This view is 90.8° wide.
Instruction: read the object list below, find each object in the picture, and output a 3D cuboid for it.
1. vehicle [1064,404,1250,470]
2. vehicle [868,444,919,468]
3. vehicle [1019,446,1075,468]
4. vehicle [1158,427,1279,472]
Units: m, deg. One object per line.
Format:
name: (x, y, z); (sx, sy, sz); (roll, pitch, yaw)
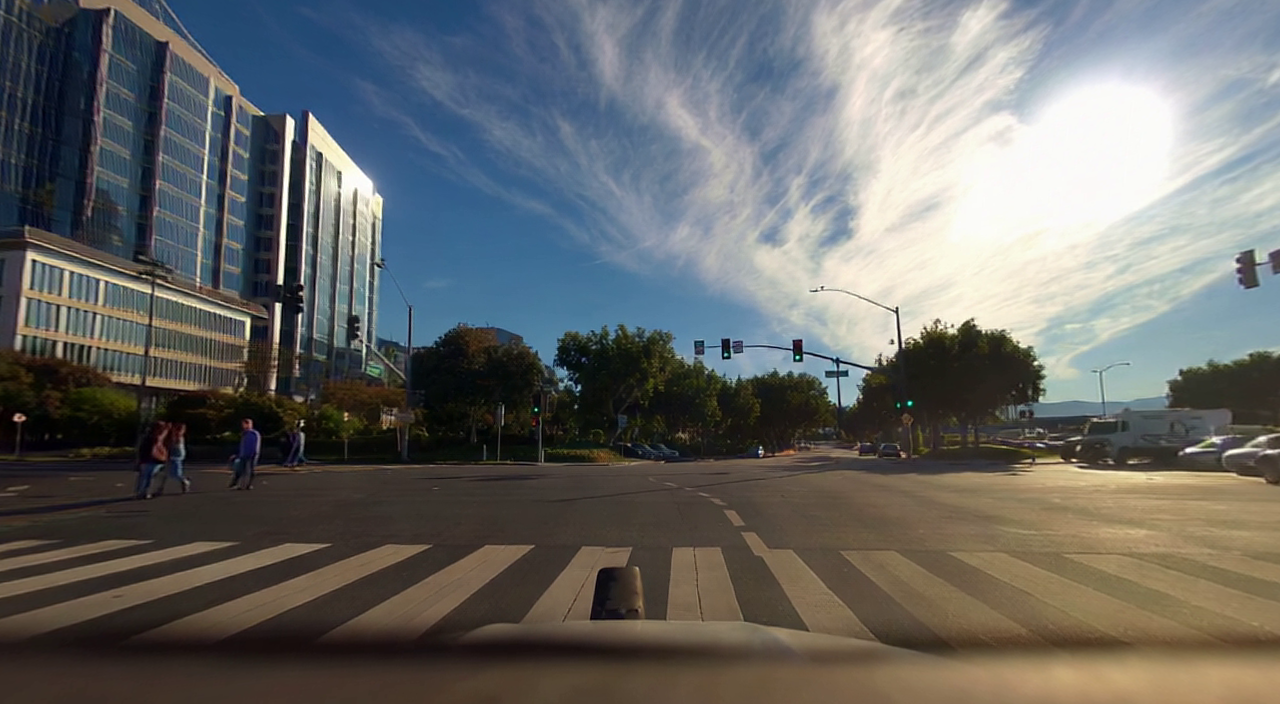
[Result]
vehicle: (22.962, 3.832, 28.331); (5.855, 2.746, 2.523); (-1, -9, 3)
vehicle: (17.500, 7.189, 43.766); (1.789, 1.557, 4.293); (0, -9, 1)
vehicle: (27.682, 7.133, 43.088); (1.589, 1.405, 3.633); (-1, -9, 5)
vehicle: (21.272, 3.377, 21.964); (4.740, 1.464, 1.876); (-1, -9, 3)
